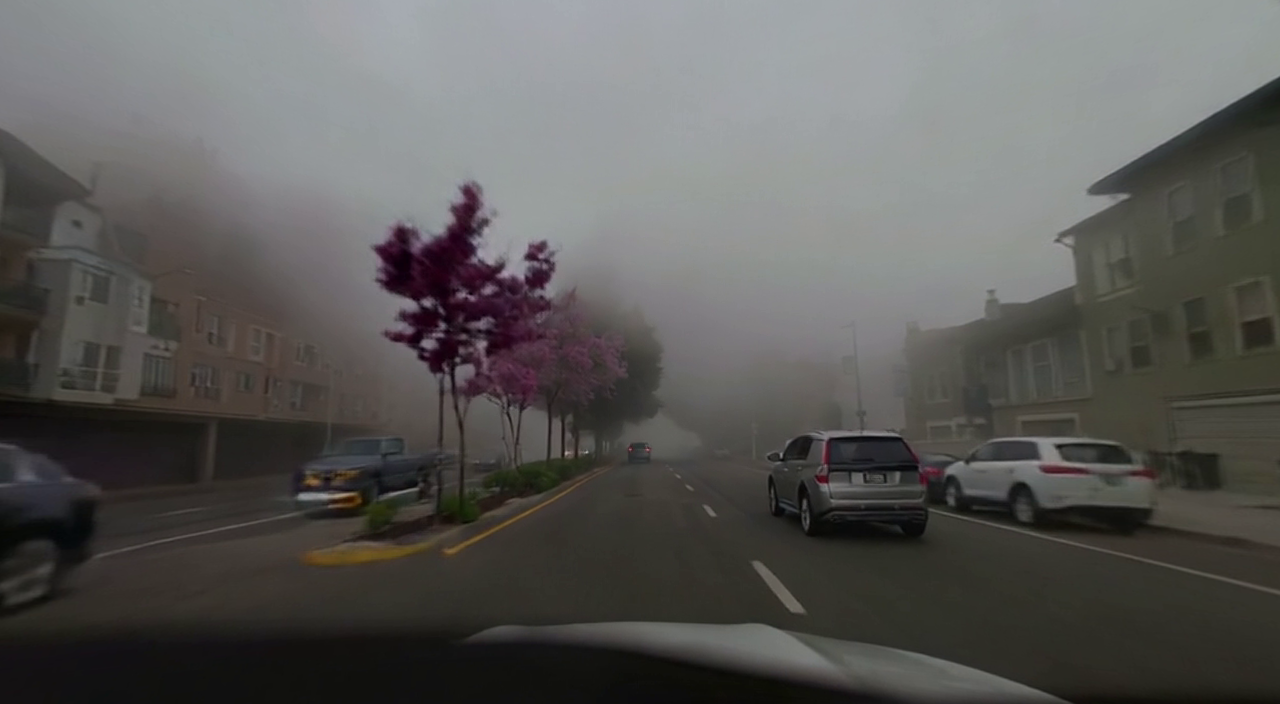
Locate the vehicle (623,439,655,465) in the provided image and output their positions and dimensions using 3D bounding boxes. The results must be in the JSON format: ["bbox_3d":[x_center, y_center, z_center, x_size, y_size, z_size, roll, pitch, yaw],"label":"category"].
[{"bbox_3d":[-0.045,7.256,45.833,2.244,1.813,4.129,0,-8,1],"label":"vehicle"}]

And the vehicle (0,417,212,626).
[{"bbox_3d":[-5.657,1.225,4.349,2.012,1.501,4.626,-2,-7,3],"label":"vehicle"}]

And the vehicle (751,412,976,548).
[{"bbox_3d":[3.320,2.004,10.546,2.071,1.747,4.549,0,-8,0],"label":"vehicle"}]

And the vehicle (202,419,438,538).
[{"bbox_3d":[-5.685,2.255,12.098,2.034,1.771,4.795,-1,-7,0],"label":"vehicle"}]

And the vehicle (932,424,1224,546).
[{"bbox_3d":[7.264,2.217,11.259,2.022,1.714,4.550,0,-8,2],"label":"vehicle"}]

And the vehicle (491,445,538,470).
[{"bbox_3d":[-7.778,6.565,39.393,1.931,1.491,4.026,0,-8,2],"label":"vehicle"}]

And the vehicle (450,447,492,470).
[{"bbox_3d":[-11.615,7.321,43.511,1.779,1.495,3.766,0,-8,2],"label":"vehicle"}]
